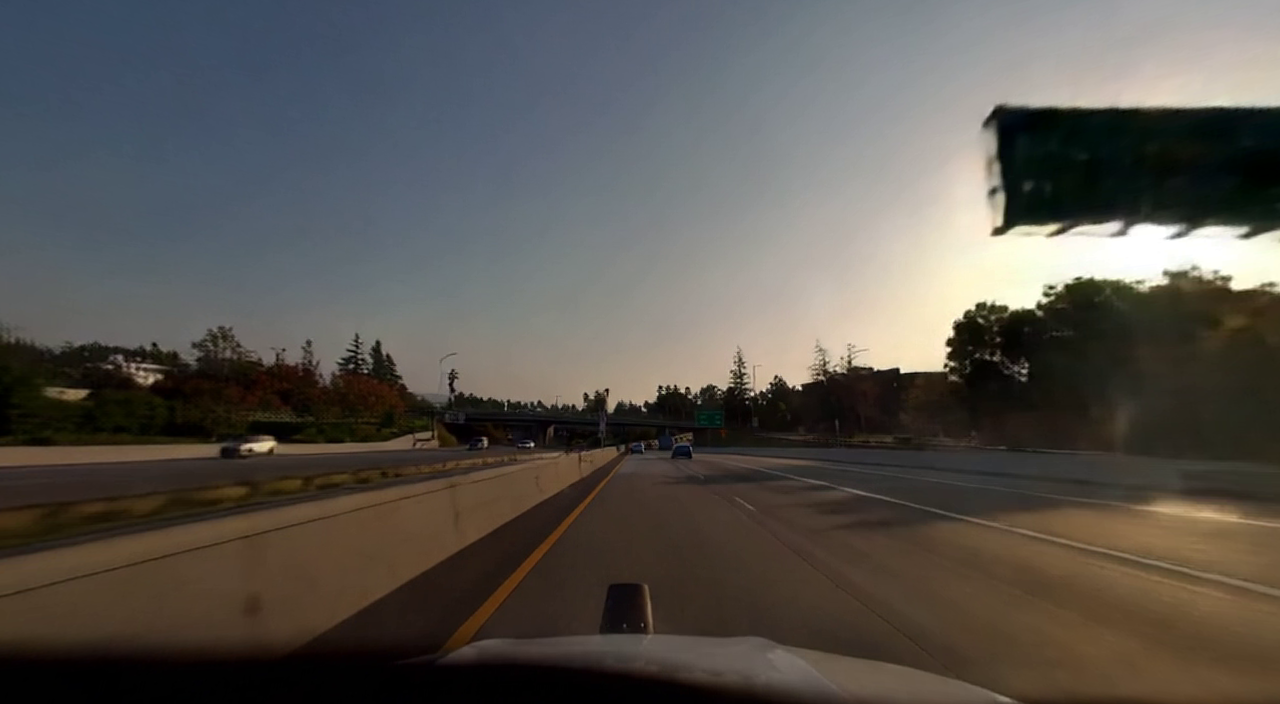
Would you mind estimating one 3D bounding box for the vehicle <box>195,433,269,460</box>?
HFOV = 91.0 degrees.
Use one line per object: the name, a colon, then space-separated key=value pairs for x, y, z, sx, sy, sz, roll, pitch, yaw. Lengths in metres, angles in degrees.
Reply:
vehicle: x=-23.554 y=5.460 z=36.461 sx=1.891 sy=1.457 sz=3.494 roll=0 pitch=-8 yaw=0
